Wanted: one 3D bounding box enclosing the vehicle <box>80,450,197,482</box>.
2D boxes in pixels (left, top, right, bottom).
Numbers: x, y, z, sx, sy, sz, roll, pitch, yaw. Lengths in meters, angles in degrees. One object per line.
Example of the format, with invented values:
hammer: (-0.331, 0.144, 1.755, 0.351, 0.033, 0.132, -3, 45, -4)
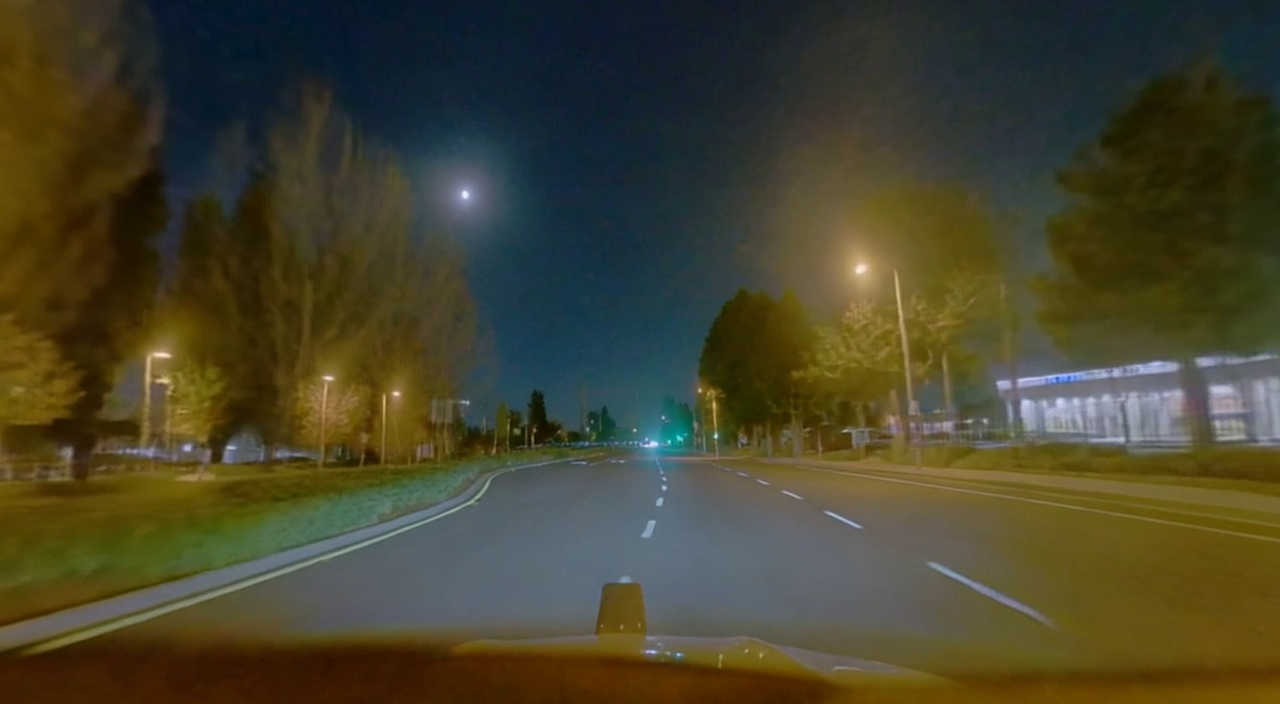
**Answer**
vehicle: (-33.271, 7.546, 41.950, 2.510, 1.873, 5.815, -1, -9, 8)
